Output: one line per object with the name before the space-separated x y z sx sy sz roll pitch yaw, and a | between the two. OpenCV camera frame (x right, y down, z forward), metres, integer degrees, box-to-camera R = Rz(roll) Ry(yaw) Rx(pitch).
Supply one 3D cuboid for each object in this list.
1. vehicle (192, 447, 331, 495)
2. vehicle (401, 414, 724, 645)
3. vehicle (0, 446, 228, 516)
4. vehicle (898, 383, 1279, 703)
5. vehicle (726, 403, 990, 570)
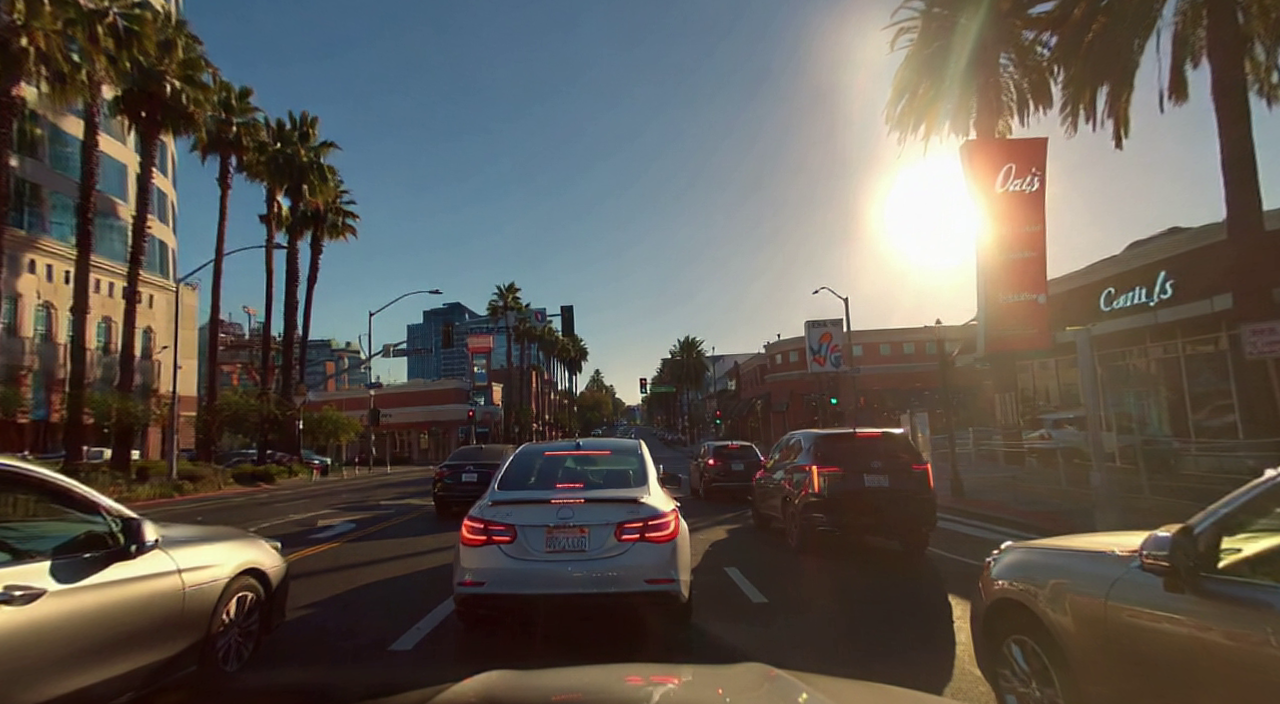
vehicle | -12.856 4.024 21.879 1.856 1.455 4.700 0 -9 1
vehicle | -0.518 1.467 6.228 2.096 1.492 4.071 0 -9 0
vehicle | -12.848 3.132 15.927 1.870 1.475 4.531 0 -9 0
vehicle | 2.615 0.806 1.480 2.085 1.469 4.458 0 -9 -1
vehicle | 2.648 1.775 9.076 2.096 1.775 4.440 0 -9 -1
